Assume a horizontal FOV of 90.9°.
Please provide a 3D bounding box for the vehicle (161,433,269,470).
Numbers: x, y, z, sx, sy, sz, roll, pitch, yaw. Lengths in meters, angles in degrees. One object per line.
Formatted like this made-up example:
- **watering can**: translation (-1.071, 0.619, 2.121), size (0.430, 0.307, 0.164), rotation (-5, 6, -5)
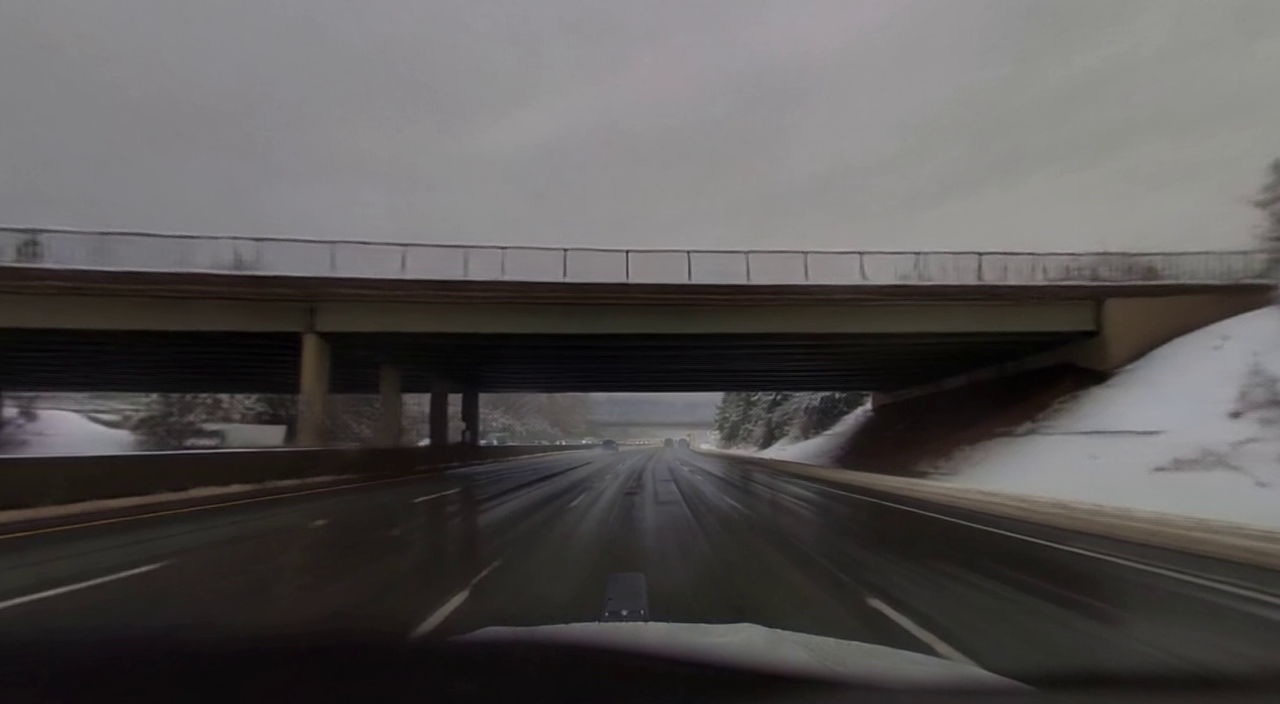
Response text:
- **vehicle**: translation (-24.140, 5.699, 36.187), size (2.214, 1.904, 5.607), rotation (-1, -9, 1)
